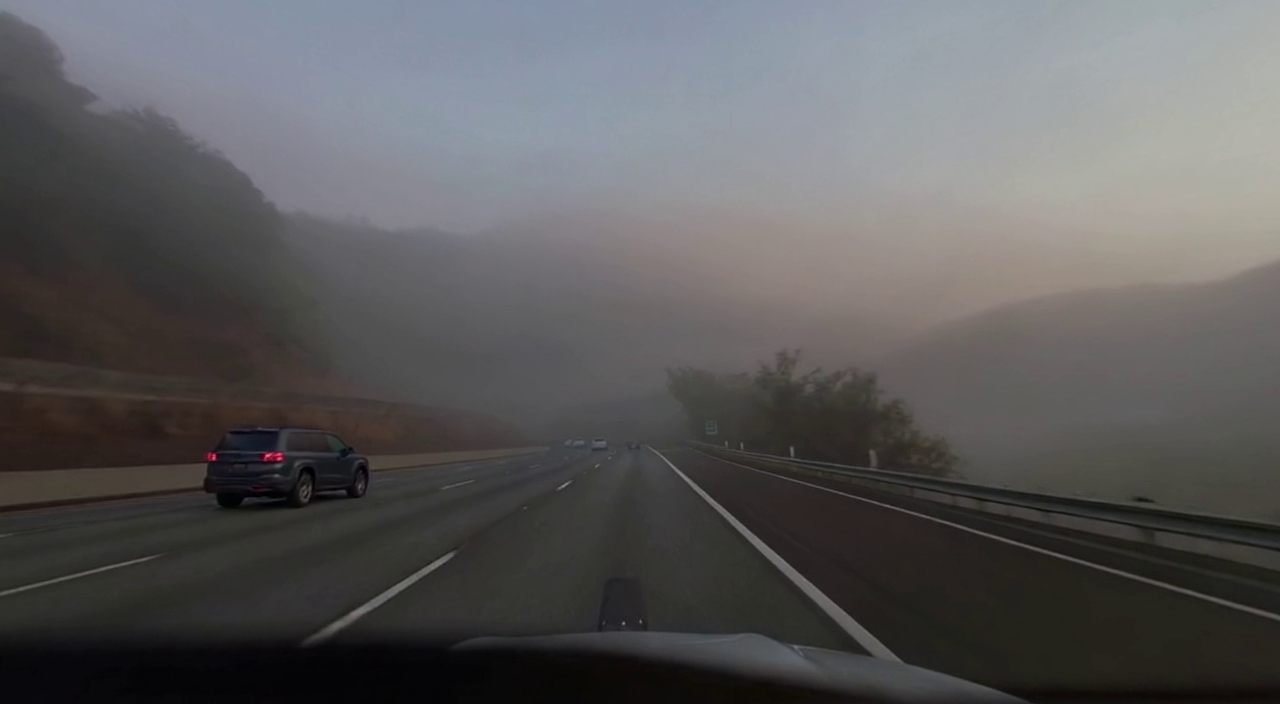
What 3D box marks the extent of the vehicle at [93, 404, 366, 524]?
[{"bbox_3d":[-7.725,2.181,12.734,2.151,1.925,4.945,0,-9,0],"label":"vehicle"}]
